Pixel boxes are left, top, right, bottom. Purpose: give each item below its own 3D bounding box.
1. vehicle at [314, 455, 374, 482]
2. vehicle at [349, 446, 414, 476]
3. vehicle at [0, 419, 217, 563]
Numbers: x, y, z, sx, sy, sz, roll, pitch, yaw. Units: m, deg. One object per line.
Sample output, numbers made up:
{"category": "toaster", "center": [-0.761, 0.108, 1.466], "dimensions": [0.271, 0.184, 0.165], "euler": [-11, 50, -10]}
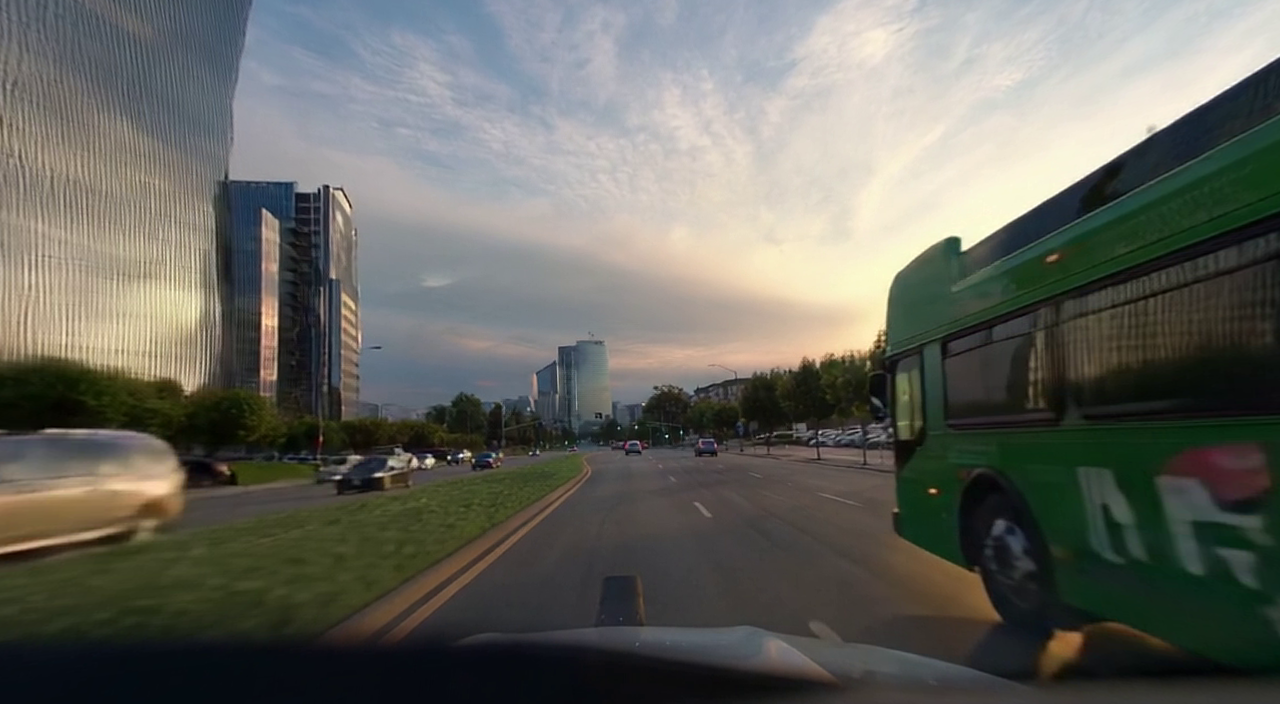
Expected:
{"category": "vehicle", "center": [-19.332, 7.630, 41.488], "dimensions": [1.869, 1.606, 4.617], "euler": [0, -9, -2]}
{"category": "vehicle", "center": [-19.489, 8.244, 48.040], "dimensions": [2.373, 2.077, 6.457], "euler": [0, -9, -2]}
{"category": "vehicle", "center": [-8.990, 1.972, 9.472], "dimensions": [2.002, 1.780, 4.687], "euler": [0, -9, 0]}
